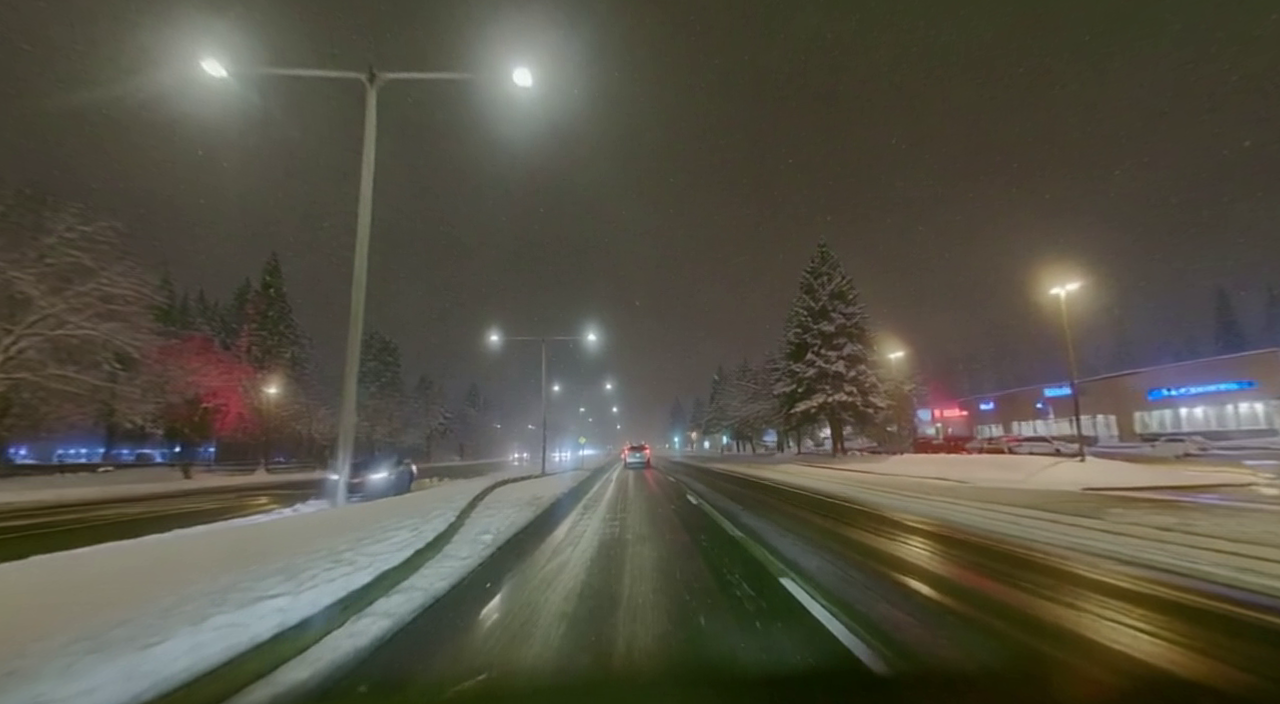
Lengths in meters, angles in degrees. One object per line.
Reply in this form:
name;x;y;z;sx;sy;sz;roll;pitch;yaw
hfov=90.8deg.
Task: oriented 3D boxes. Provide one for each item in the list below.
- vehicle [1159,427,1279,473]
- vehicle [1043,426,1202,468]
vehicle;20.696;3.298;21.360;4.396;1.450;1.956;-1;-9;4
vehicle;19.939;3.952;26.282;4.758;1.677;2.154;0;-9;2
